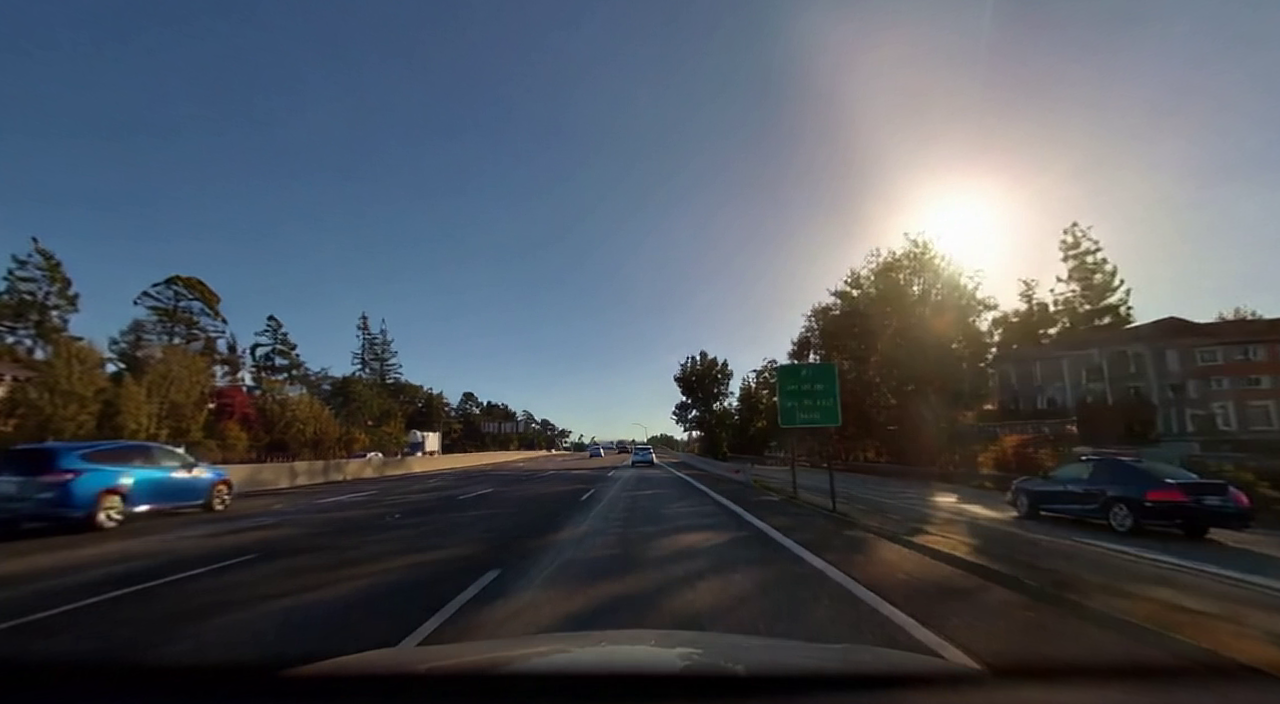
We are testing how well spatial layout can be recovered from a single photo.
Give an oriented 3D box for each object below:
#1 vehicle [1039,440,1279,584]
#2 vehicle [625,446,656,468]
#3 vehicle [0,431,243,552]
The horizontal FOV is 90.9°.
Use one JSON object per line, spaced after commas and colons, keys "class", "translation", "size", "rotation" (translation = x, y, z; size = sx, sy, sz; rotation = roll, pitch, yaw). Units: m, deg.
{"class": "vehicle", "translation": [9.935, 2.437, 10.333], "size": [2.599, 1.962, 5.759], "rotation": [1, -8, -6]}
{"class": "vehicle", "translation": [0.015, 7.226, 43.528], "size": [2.051, 1.443, 3.770], "rotation": [0, -8, 0]}
{"class": "vehicle", "translation": [-9.889, 2.381, 11.584], "size": [2.121, 1.743, 4.673], "rotation": [0, -8, 0]}
